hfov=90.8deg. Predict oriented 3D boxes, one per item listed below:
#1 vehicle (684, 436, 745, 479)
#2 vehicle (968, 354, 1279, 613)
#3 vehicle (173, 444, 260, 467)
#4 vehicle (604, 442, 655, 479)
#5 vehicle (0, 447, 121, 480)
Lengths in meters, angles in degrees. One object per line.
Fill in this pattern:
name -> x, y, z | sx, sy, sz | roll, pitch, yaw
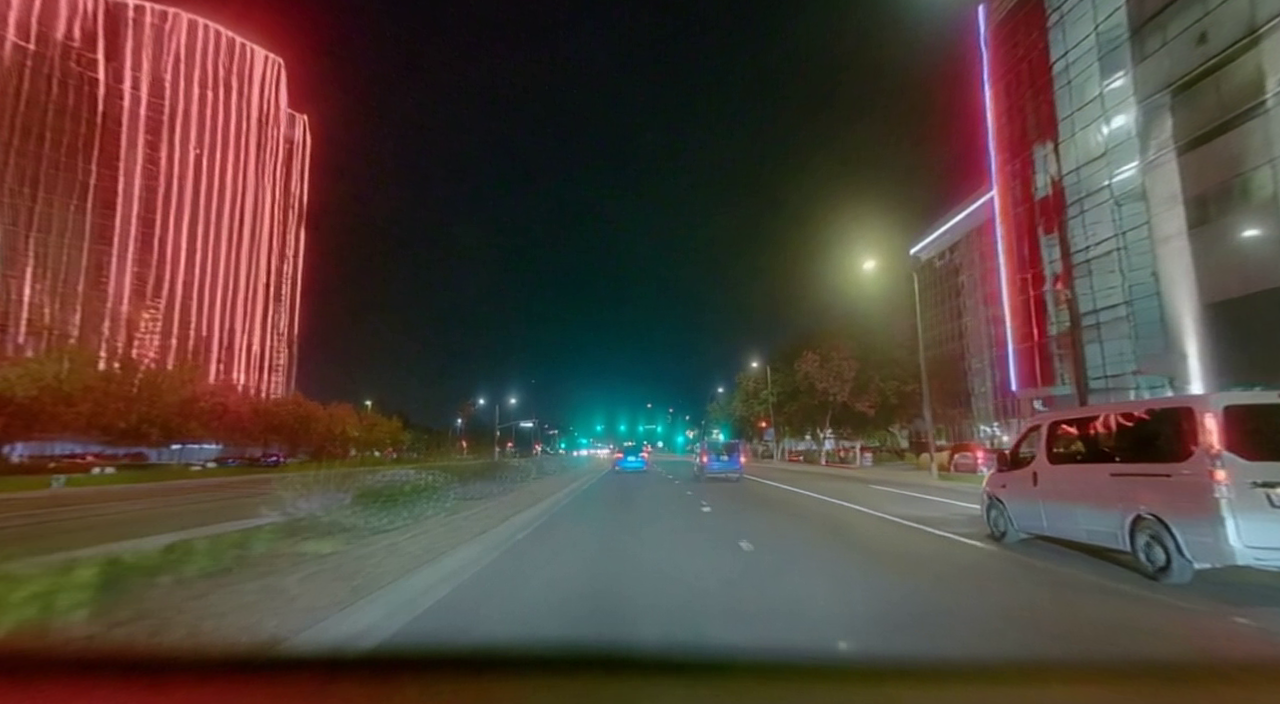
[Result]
vehicle -> 3.113, 4.534, 27.401 | 2.047, 1.711, 4.265 | 0, -8, -1
vehicle -> 6.576, 1.386, 7.247 | 2.573, 2.127, 5.568 | 0, -8, 0
vehicle -> -29.920, 7.350, 44.714 | 4.761, 1.522, 1.968 | -2, -10, 4
vehicle -> -0.449, 4.714, 27.715 | 2.095, 1.456, 3.873 | 0, -8, -1
vehicle -> -28.976, 5.531, 31.721 | 1.877, 1.455, 4.629 | -1, -8, 0
